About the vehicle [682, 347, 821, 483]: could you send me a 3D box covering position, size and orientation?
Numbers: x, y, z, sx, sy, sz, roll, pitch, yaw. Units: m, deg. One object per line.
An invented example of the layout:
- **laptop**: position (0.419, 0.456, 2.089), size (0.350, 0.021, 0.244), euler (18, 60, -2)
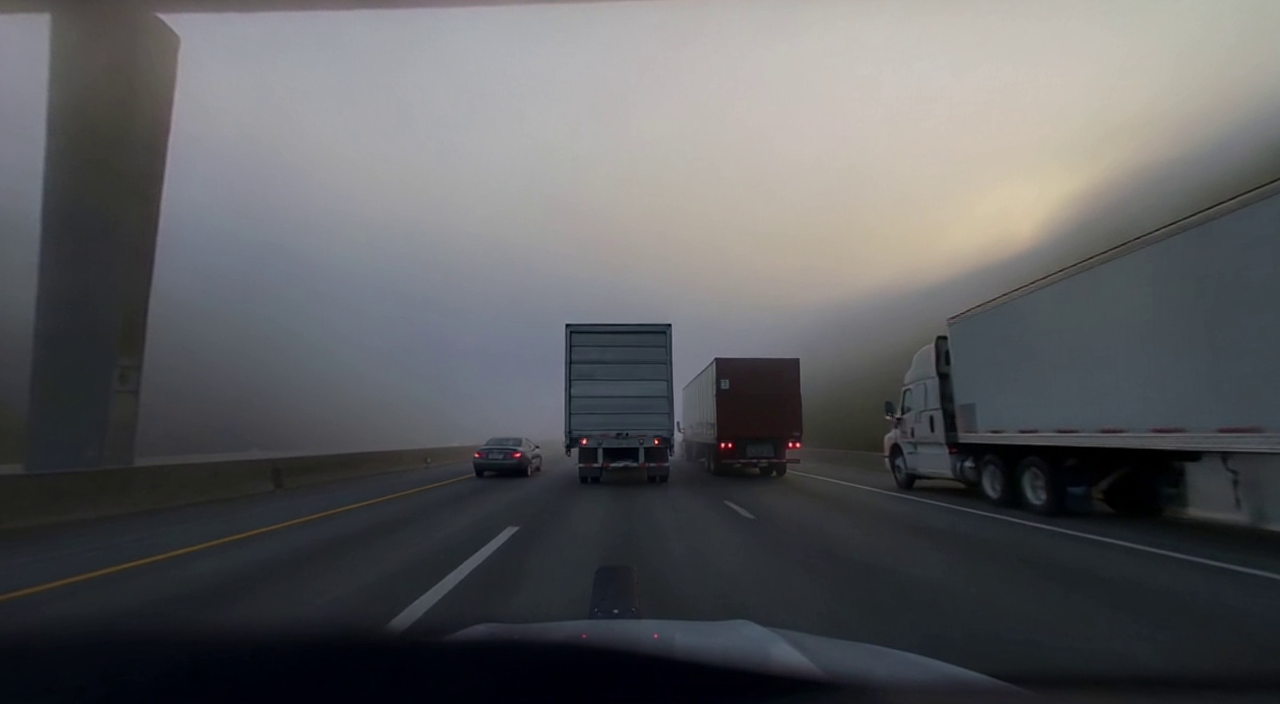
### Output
- **vehicle**: position (3.546, 2.551, 23.735), size (2.817, 3.886, 11.491), euler (0, -8, -2)

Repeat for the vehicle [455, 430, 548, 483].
- **vehicle**: position (-4.199, 3.214, 19.707), size (2.049, 1.483, 3.786), euler (0, -8, 0)

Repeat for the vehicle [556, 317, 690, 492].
- **vehicle**: position (-0.604, 1.911, 20.045), size (3.090, 4.065, 10.702), euler (0, -8, -2)

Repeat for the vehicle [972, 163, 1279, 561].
- **vehicle**: position (8.187, 0.000, 5.792), size (3.000, 4.114, 13.063), euler (0, -8, -1)
